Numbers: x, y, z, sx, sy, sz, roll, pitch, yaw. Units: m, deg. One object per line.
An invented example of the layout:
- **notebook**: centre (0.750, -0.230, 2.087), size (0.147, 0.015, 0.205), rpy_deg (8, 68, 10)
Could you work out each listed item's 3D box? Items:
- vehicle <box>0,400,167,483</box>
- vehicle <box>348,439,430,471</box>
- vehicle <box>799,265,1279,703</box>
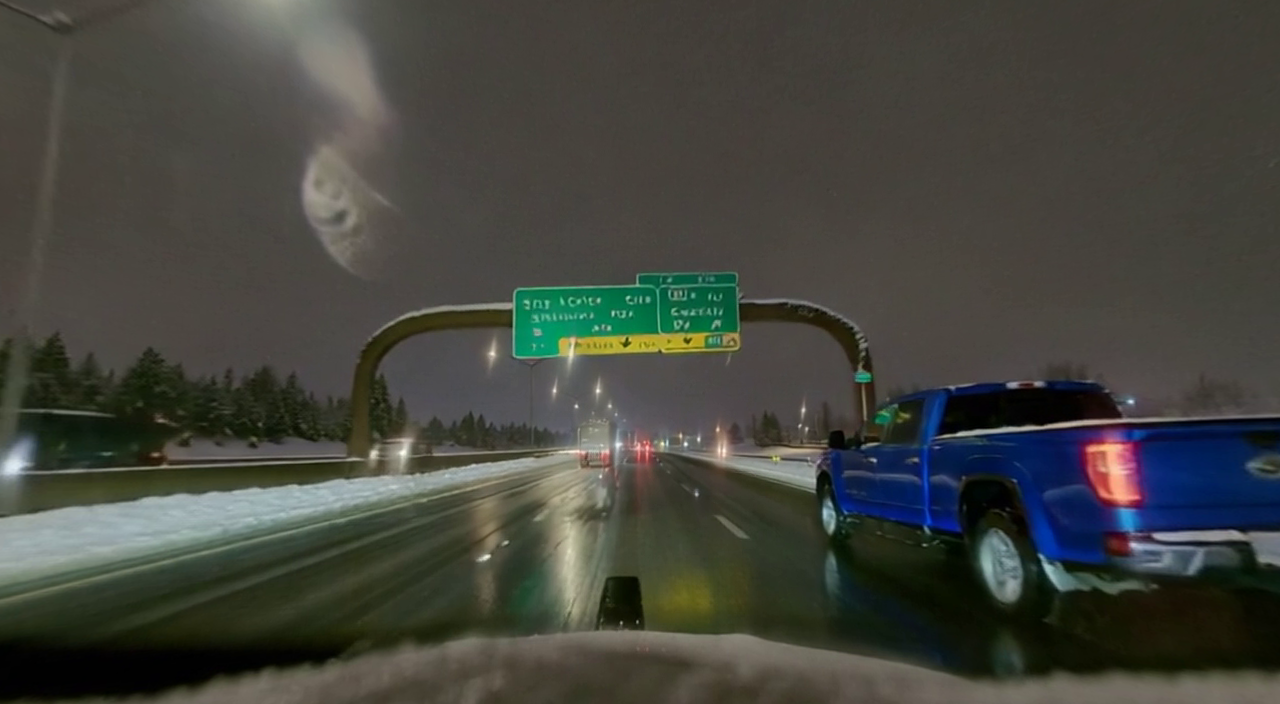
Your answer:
- **vehicle**: centre (-28.979, 4.544, 31.593), size (3.075, 3.542, 9.318), rpy_deg (0, -9, 1)
- **vehicle**: centre (-16.276, 6.714, 41.322), size (2.727, 1.919, 6.128), rpy_deg (0, -9, 1)
- **vehicle**: centre (3.607, 1.080, 5.940), size (2.593, 2.110, 6.016), rpy_deg (0, -9, 0)
